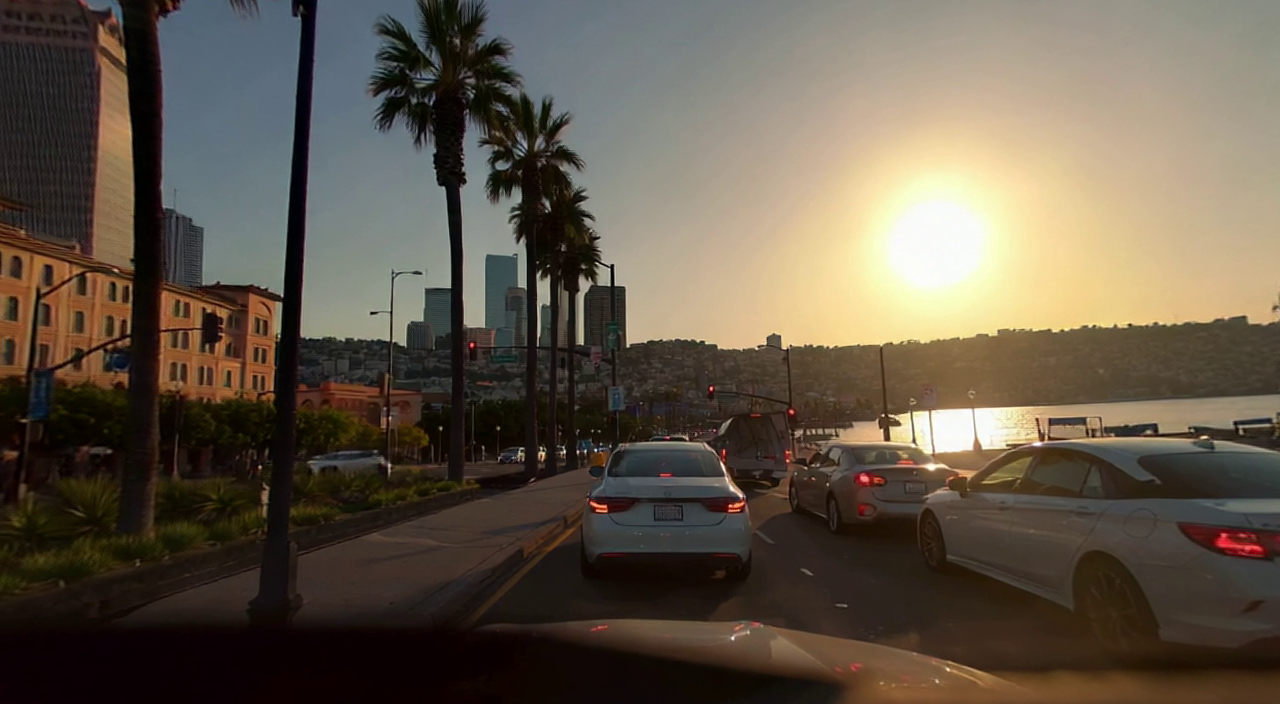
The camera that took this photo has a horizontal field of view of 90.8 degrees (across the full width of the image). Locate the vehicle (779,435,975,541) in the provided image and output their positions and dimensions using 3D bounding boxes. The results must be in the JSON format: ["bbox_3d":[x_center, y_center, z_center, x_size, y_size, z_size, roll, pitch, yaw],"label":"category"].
[{"bbox_3d":[3.885,2.287,11.308,1.920,1.490,4.417,-1,-9,2],"label":"vehicle"}]

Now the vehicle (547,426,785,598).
[{"bbox_3d":[0.255,1.703,7.497,2.093,1.503,3.681,0,-9,1],"label":"vehicle"}]

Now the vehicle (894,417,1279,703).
[{"bbox_3d":[3.911,1.364,5.084,1.913,1.469,4.425,0,-9,0],"label":"vehicle"}]

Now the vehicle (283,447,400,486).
[{"bbox_3d":[-13.472,5.143,28.853,2.022,1.604,4.495,-4,-9,24],"label":"vehicle"}]
